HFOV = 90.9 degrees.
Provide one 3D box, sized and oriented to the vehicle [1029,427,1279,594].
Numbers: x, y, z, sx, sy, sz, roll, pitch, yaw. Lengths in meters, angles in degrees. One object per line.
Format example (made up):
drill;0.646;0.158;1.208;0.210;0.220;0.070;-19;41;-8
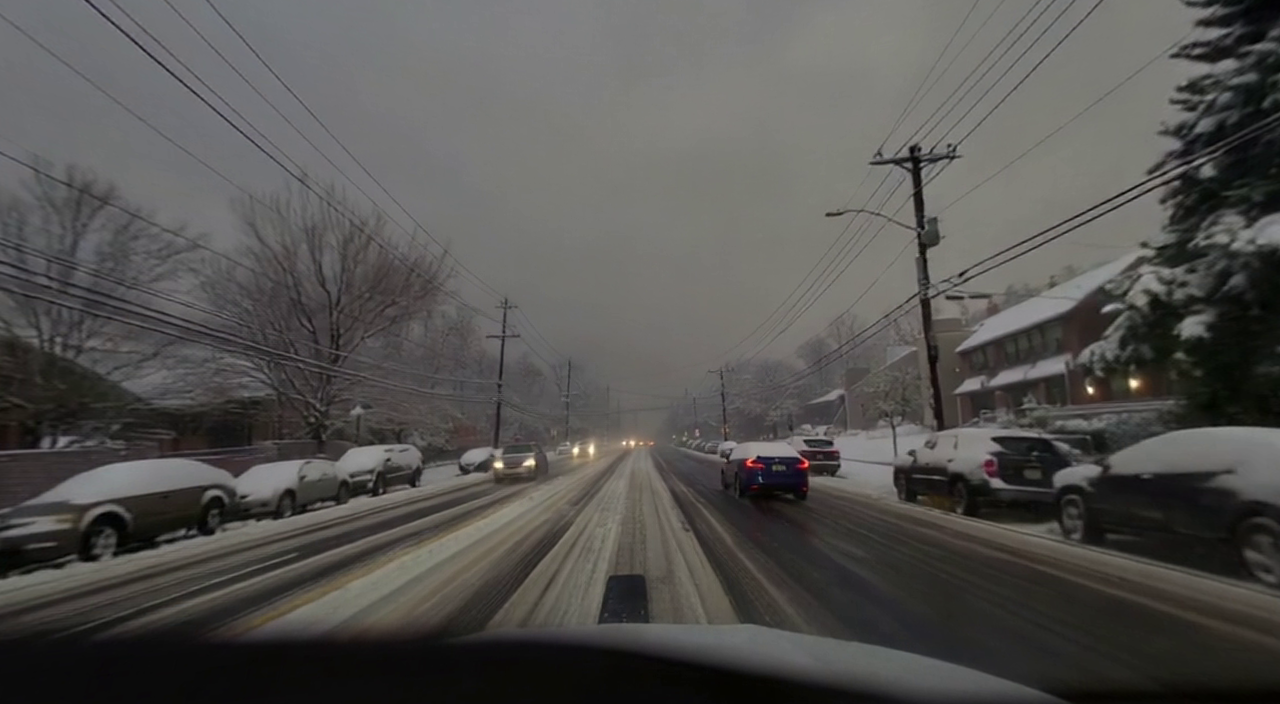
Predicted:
vehicle;7.660;1.966;8.617;1.811;1.749;4.308;0;-8;-2

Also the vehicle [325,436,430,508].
vehicle;-9.432;4.268;23.081;1.981;1.975;4.534;-3;-4;-1

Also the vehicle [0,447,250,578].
vehicle;-9.429;2.694;11.364;1.961;1.683;4.483;-3;-7;1

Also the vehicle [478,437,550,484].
vehicle;-5.084;4.432;26.094;2.050;1.729;4.269;0;-8;1

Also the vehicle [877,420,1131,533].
vehicle;7.735;2.698;14.460;2.380;2.030;5.861;0;-8;1

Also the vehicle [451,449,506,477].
vehicle;-9.337;6.434;36.825;1.944;1.524;4.404;-1;-8;1

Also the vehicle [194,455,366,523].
vehicle;-9.357;3.551;16.908;1.949;1.502;4.264;-1;-8;3

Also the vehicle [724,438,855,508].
vehicle;3.553;2.974;16.010;2.059;1.489;4.629;0;-8;-1
